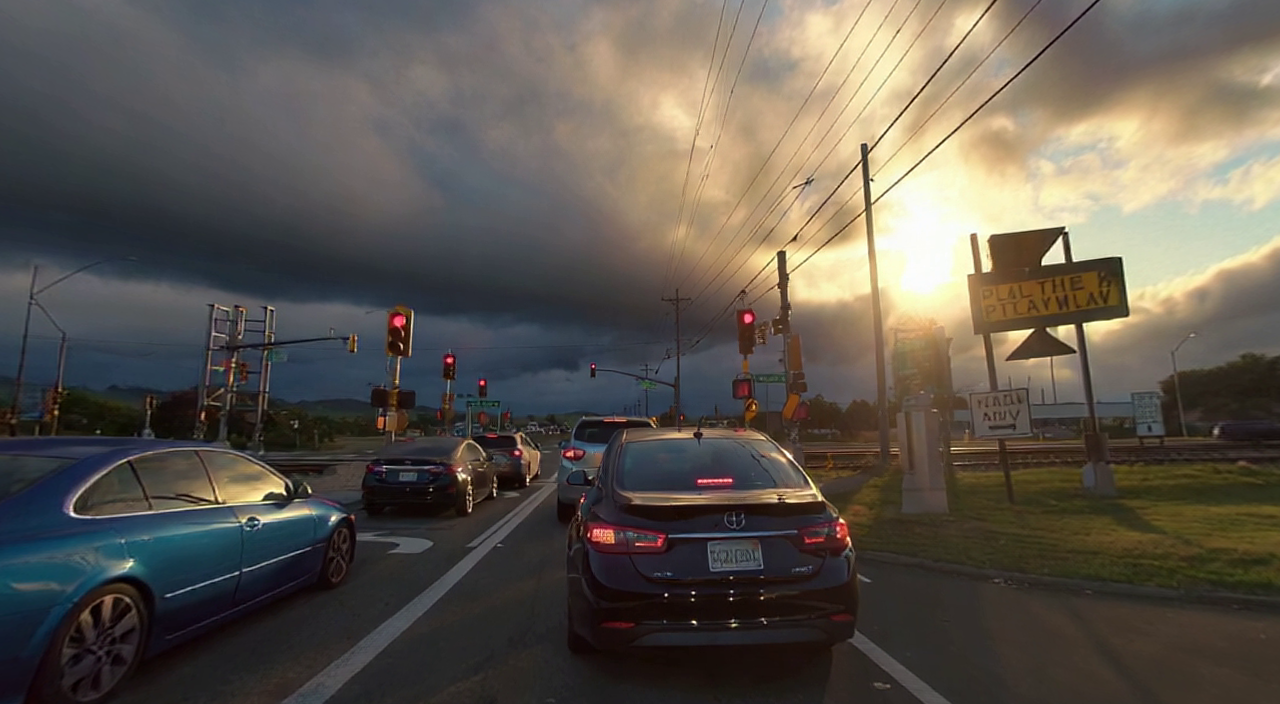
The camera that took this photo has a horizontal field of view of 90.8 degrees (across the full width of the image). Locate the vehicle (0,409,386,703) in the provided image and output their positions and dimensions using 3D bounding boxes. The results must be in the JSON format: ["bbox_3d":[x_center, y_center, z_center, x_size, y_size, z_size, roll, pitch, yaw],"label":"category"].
[{"bbox_3d":[-3.716,1.249,4.451,1.956,1.468,4.585,0,-9,0],"label":"vehicle"}]

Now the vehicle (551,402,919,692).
[{"bbox_3d":[0.402,1.338,5.458,1.998,1.529,3.960,1,-9,-4],"label":"vehicle"}]

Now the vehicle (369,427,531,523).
[{"bbox_3d":[-3.370,2.260,12.080,1.984,1.505,3.982,0,-9,-2],"label":"vehicle"}]
